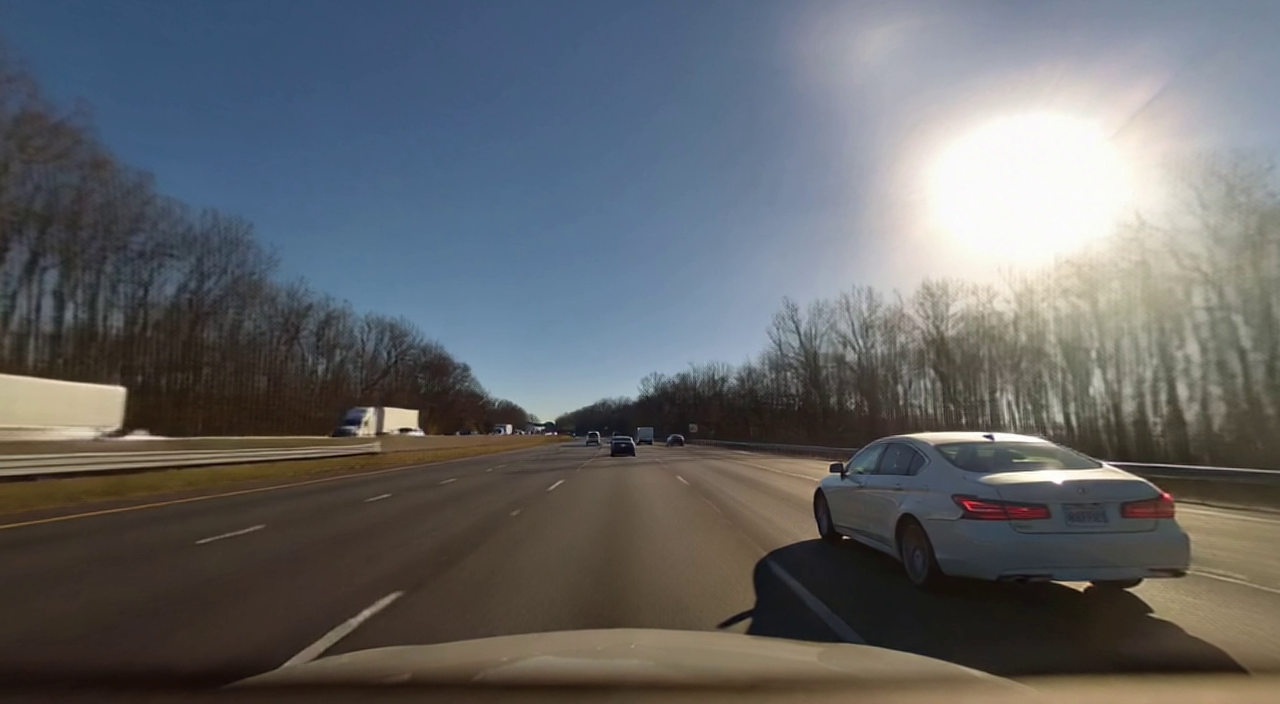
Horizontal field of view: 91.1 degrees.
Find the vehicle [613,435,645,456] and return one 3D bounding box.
[{"bbox_3d":[-0.782,6.554,44.292,2.121,1.445,4.187,0,-8,-2],"label":"vehicle"}]

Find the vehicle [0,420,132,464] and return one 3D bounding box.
[{"bbox_3d":[-22.245,3.408,23.943,1.936,1.520,4.619,0,-8,-1],"label":"vehicle"}]
